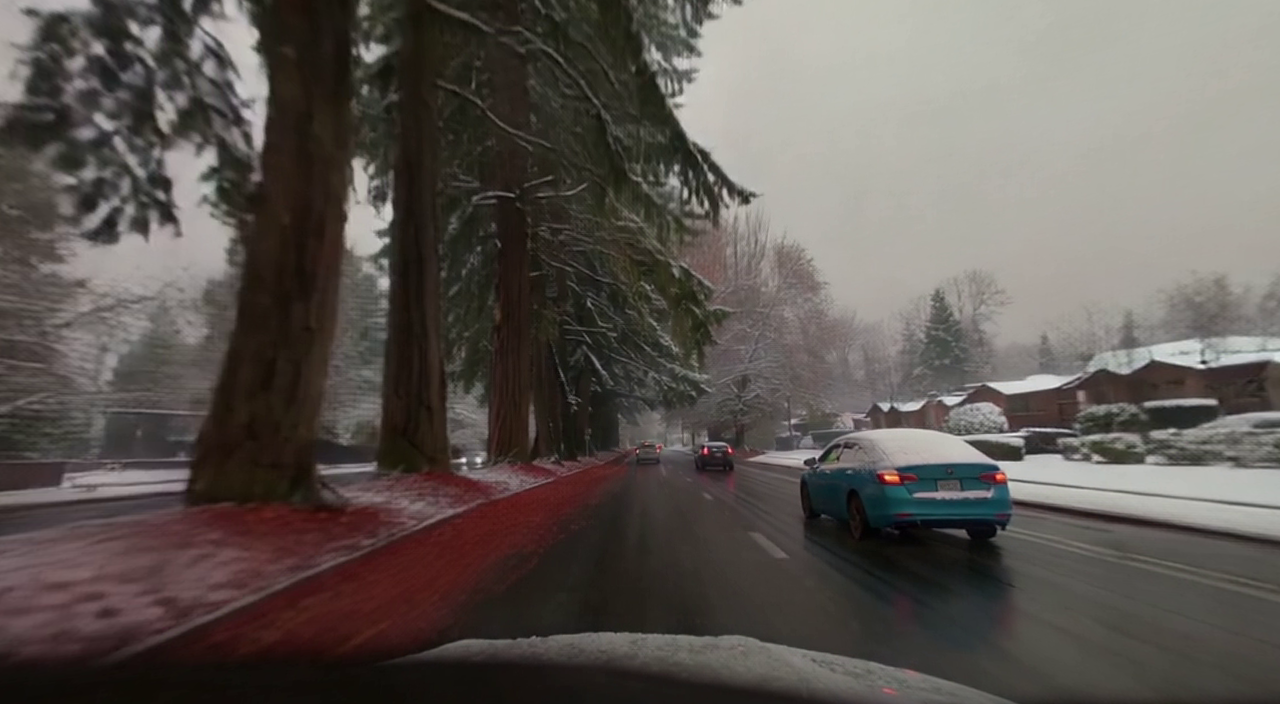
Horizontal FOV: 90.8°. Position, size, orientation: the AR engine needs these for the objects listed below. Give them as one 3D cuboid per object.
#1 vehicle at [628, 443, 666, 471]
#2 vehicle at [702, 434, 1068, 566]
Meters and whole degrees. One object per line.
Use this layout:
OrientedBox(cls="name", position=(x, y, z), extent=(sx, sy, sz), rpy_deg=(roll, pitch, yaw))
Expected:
OrientedBox(cls="vehicle", position=(0.395, 6.025, 36.495), extent=(2.082, 1.473, 4.028), rpy_deg=(0, -8, 0))
OrientedBox(cls="vehicle", position=(3.100, 2.017, 8.919), extent=(4.279, 1.438, 2.037), rpy_deg=(-3, -9, 3))
